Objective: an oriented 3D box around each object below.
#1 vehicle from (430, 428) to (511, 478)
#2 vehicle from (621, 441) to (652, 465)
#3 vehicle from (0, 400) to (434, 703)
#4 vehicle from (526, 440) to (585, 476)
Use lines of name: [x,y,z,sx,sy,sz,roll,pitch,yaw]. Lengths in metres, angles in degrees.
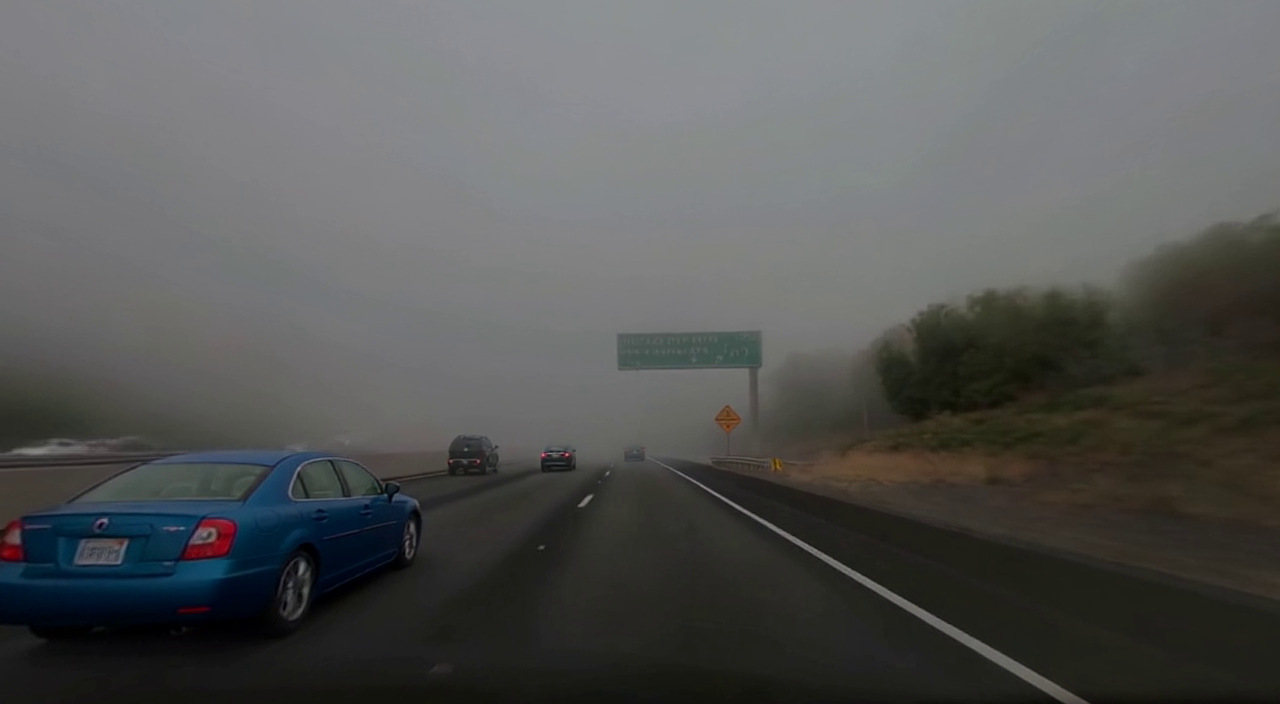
vehicle: [-7.331,4.414,27.925,2.171,1.982,5.246,0,-8,-1]
vehicle: [-0.308,6.888,43.300,2.018,1.508,4.087,0,-8,-2]
vehicle: [-3.388,1.300,5.067,2.025,1.506,4.429,0,-8,-1]
vehicle: [-3.687,4.720,28.416,2.068,1.501,4.395,0,-8,0]
